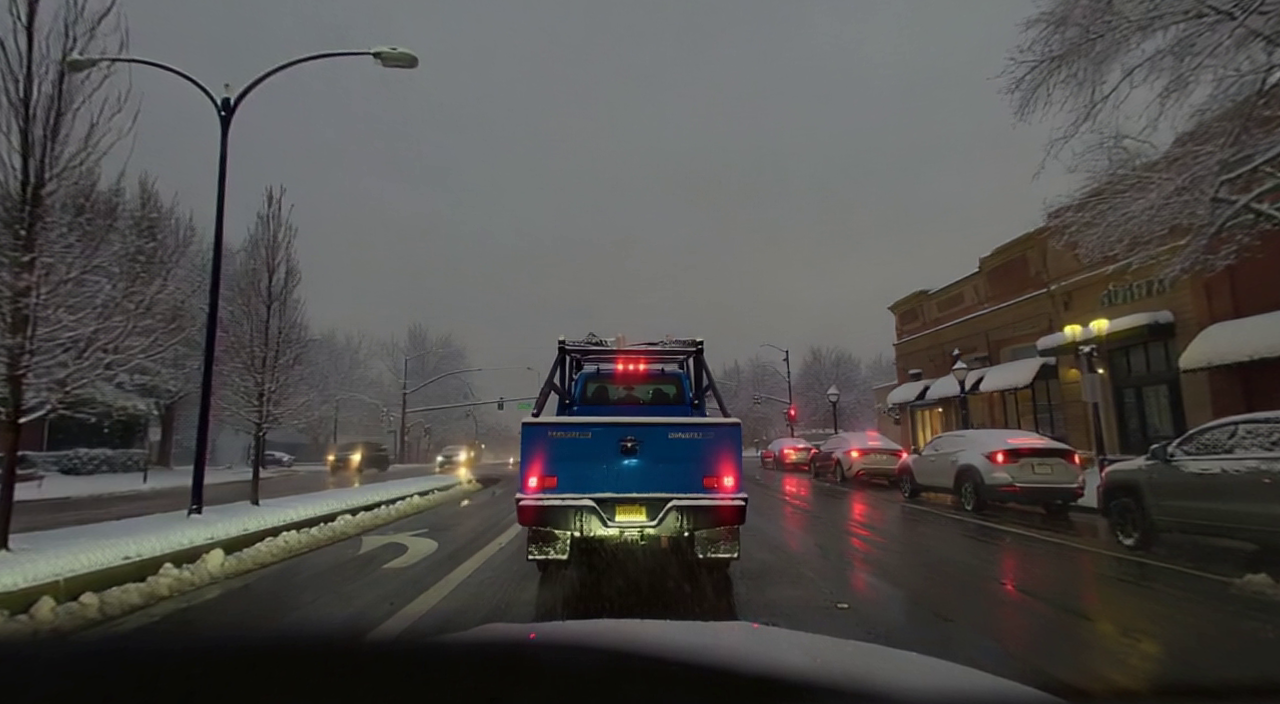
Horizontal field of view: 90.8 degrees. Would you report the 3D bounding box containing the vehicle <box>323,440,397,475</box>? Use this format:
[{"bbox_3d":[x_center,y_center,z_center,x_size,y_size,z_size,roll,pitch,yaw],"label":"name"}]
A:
[{"bbox_3d":[-19.316,7.289,43.946,2.700,2.296,5.270,0,-9,-1],"label":"vehicle"}]

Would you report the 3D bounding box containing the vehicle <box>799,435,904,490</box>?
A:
[{"bbox_3d":[7.059,3.732,21.605,1.953,1.665,4.327,0,-9,-2],"label":"vehicle"}]

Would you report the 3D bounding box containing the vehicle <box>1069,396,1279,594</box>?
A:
[{"bbox_3d":[6.804,1.363,6.162,2.023,1.771,4.488,0,-9,0],"label":"vehicle"}]

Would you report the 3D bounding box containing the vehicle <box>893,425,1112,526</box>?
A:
[{"bbox_3d":[7.065,2.435,12.968,1.931,1.692,4.267,0,-9,0],"label":"vehicle"}]

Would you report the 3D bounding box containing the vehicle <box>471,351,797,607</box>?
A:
[{"bbox_3d":[-0.096,1.464,8.169,2.682,2.117,5.706,0,-9,-1],"label":"vehicle"}]

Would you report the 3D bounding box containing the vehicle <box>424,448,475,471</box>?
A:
[{"bbox_3d":[-12.559,7.096,41.949,1.983,1.449,4.501,0,-9,0],"label":"vehicle"}]
